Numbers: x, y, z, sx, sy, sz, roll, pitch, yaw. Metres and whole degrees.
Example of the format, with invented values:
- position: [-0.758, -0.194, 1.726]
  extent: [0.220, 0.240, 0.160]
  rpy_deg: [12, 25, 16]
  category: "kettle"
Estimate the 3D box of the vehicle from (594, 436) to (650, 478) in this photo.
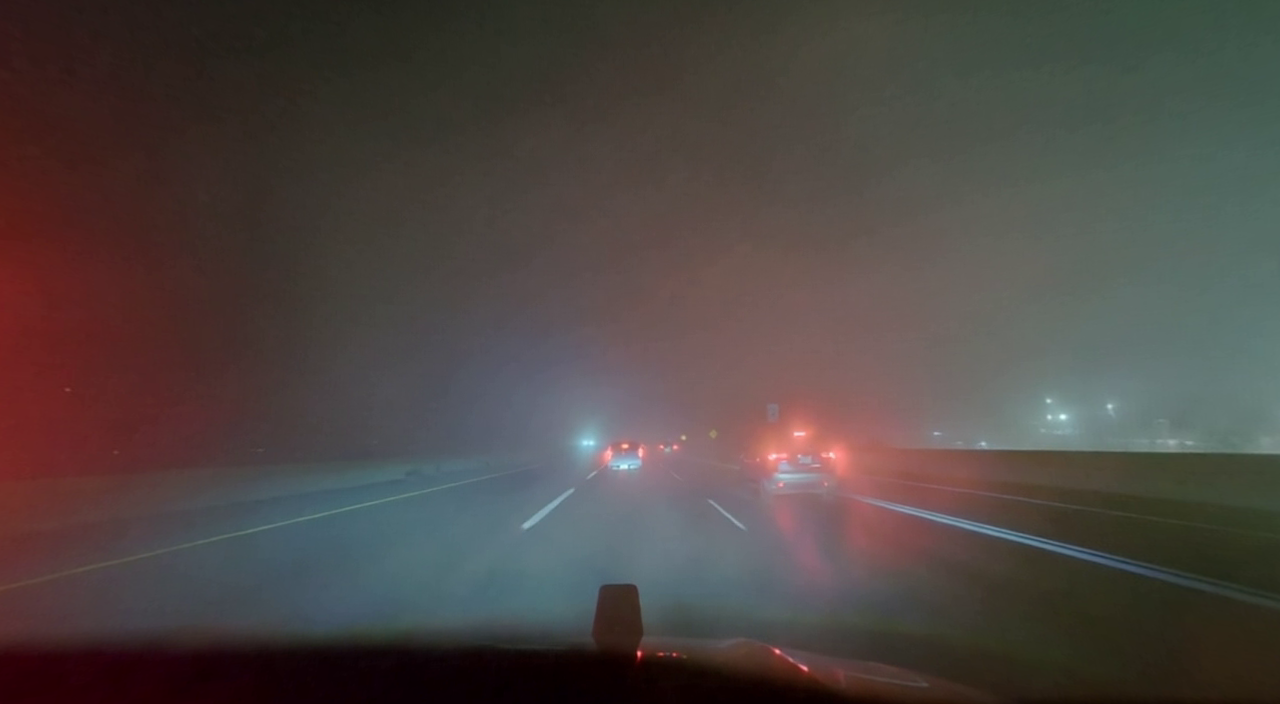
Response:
- position: [-0.701, 4.328, 26.132]
  extent: [2.147, 1.576, 3.964]
  rpy_deg: [0, -8, 0]
  category: "vehicle"
